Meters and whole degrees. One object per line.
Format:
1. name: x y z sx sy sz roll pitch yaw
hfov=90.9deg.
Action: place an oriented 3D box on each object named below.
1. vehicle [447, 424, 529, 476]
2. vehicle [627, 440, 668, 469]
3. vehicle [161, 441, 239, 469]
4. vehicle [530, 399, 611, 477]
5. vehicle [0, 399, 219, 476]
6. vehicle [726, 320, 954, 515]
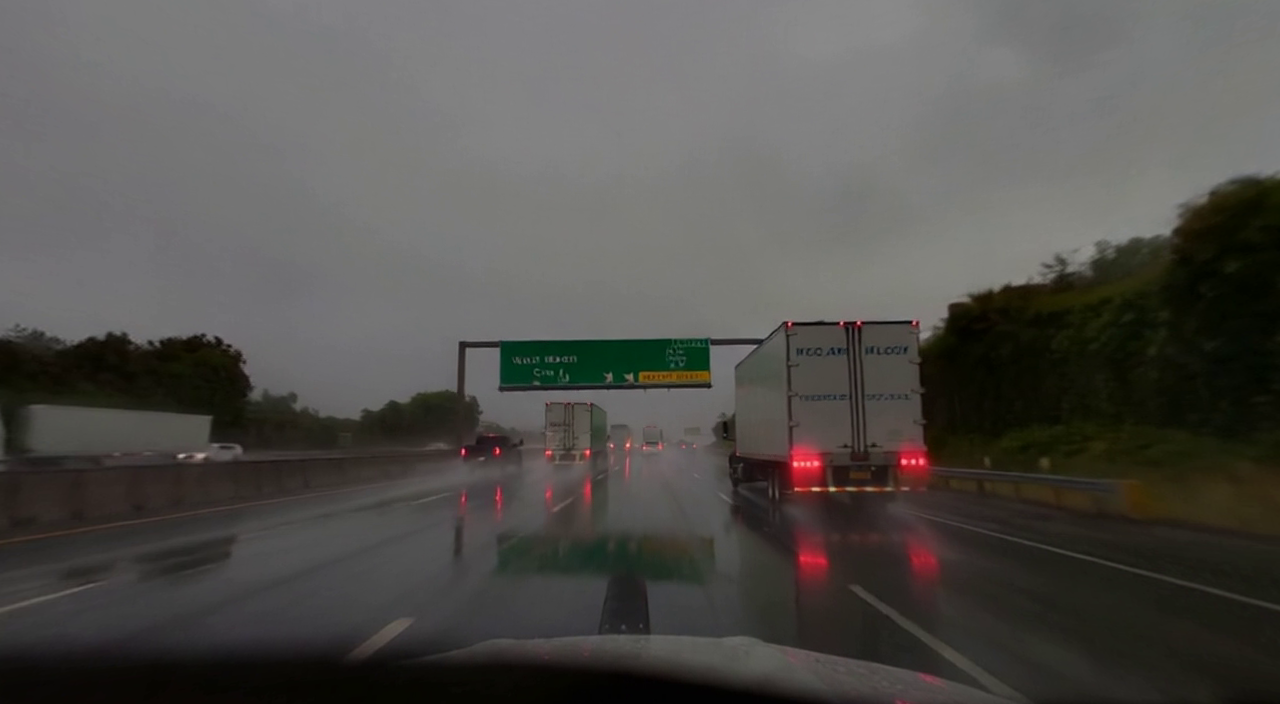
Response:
1. vehicle: -6.944 4.582 29.585 2.322 2.195 5.556 0 -8 1
2. vehicle: 0.424 5.596 34.533 2.105 1.502 4.068 0 -8 1
3. vehicle: -31.131 7.298 44.793 1.993 1.892 4.736 0 -8 1
4. vehicle: -3.042 4.095 29.760 2.745 3.156 7.608 0 -8 2
5. vehicle: -35.305 5.825 42.263 2.870 4.177 16.369 0 -8 1
6. vehicle: 4.047 1.698 15.064 2.895 3.484 7.631 0 -8 0
